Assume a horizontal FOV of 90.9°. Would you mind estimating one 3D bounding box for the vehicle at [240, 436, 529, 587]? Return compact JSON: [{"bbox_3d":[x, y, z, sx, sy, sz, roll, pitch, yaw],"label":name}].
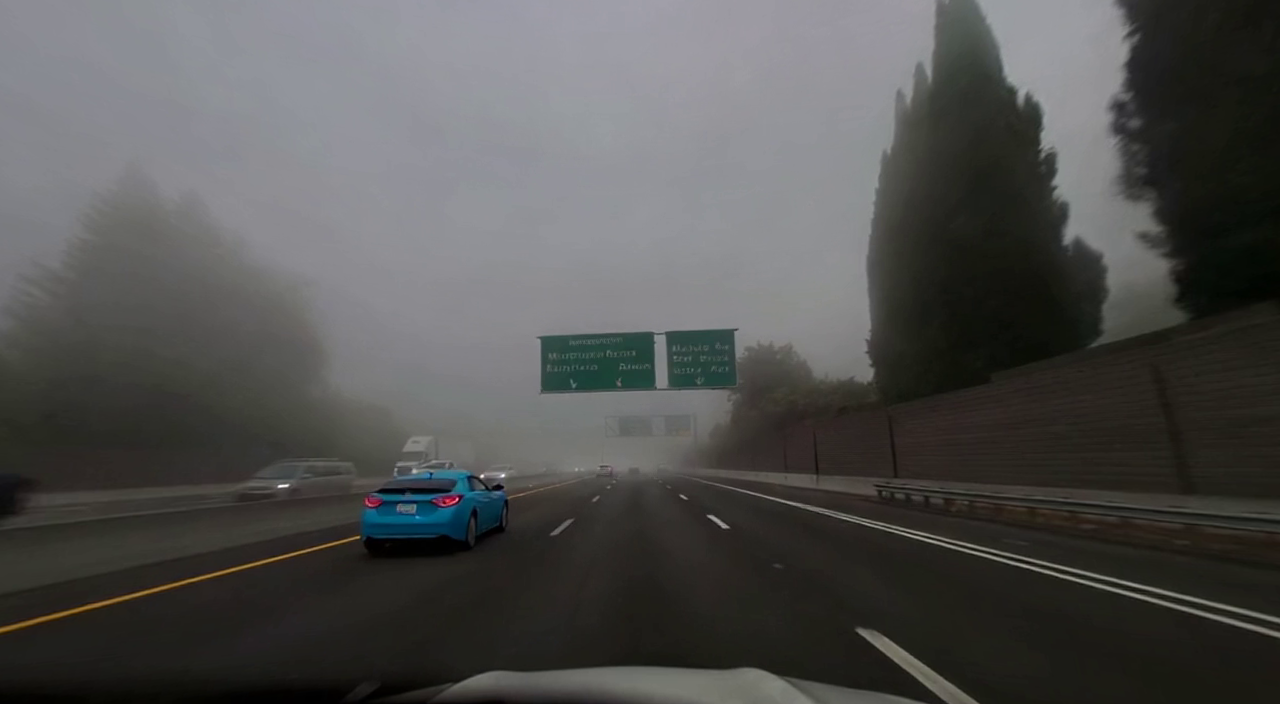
[{"bbox_3d":[-3.019,2.045,8.778,2.045,1.487,4.582,1,-10,0],"label":"vehicle"}]
